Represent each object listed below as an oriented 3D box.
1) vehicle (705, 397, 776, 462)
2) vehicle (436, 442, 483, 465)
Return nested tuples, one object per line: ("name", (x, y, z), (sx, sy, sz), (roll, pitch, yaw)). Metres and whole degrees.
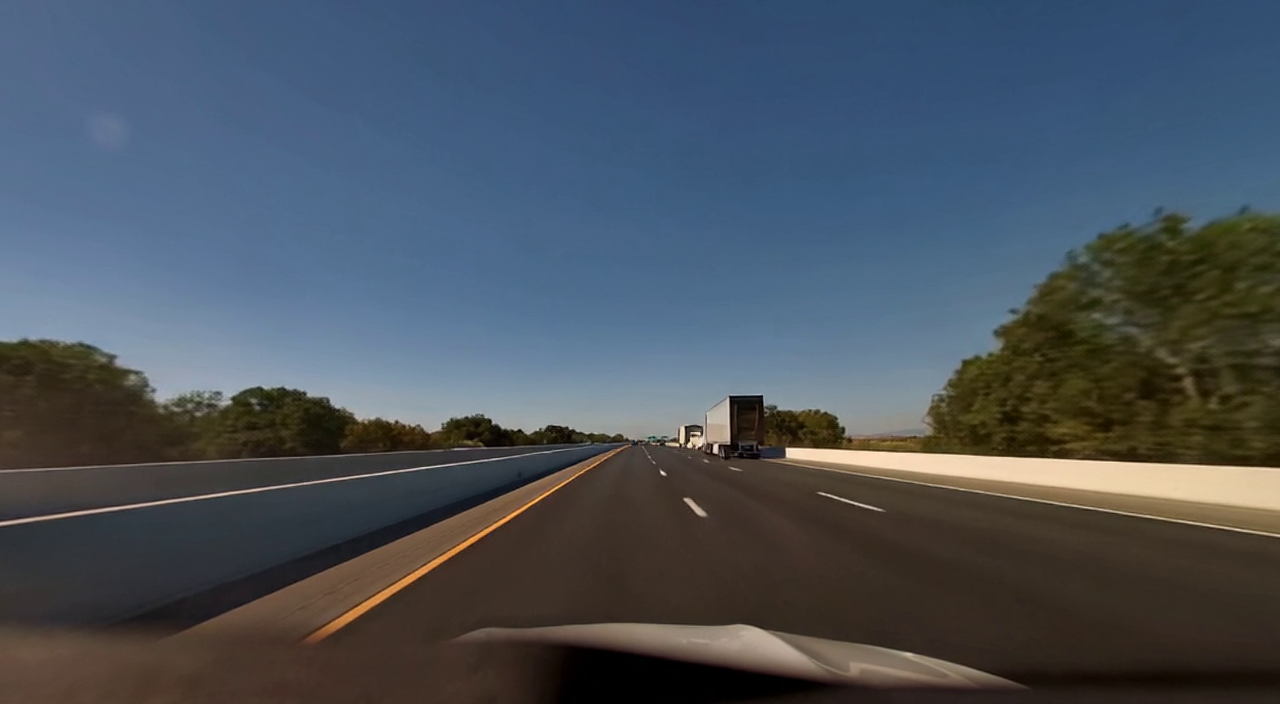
("vehicle", (7.052, 5.856, 46.656), (2.885, 4.075, 13.981), (0, -8, 0))
("vehicle", (-12.474, 6.989, 43.725), (1.977, 1.473, 4.523), (0, -8, 0))
